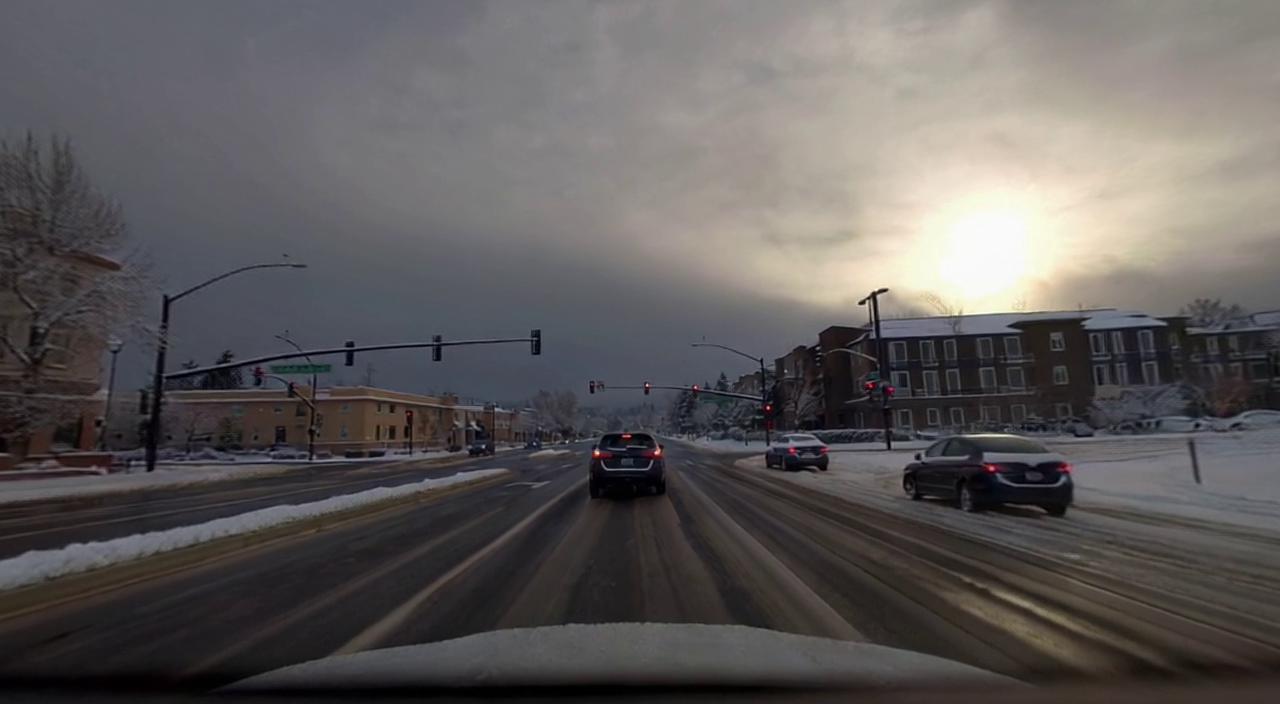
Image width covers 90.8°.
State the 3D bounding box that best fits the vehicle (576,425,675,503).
[{"bbox_3d":[-0.299,2.605,15.031,2.032,1.593,3.896,0,-9,0],"label":"vehicle"}]

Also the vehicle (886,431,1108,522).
[{"bbox_3d":[6.453,2.281,12.095,1.768,1.417,4.213,0,-9,0],"label":"vehicle"}]

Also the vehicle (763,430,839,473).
[{"bbox_3d":[6.513,4.108,26.105,1.963,1.611,4.359,0,-9,-1],"label":"vehicle"}]
